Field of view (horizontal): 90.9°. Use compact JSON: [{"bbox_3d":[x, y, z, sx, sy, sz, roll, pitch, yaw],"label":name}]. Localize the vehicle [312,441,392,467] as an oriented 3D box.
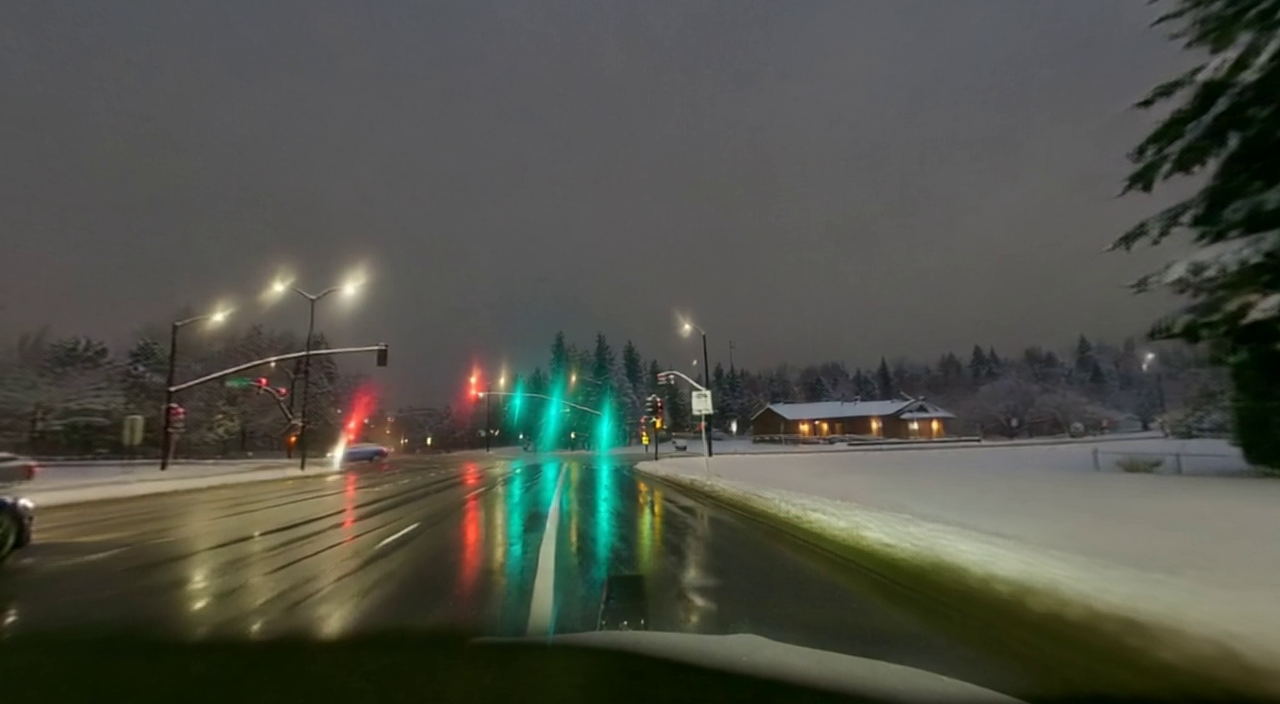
[{"bbox_3d":[-18.458,6.530,40.600,1.837,1.530,4.570,-4,-9,23],"label":"vehicle"}]
